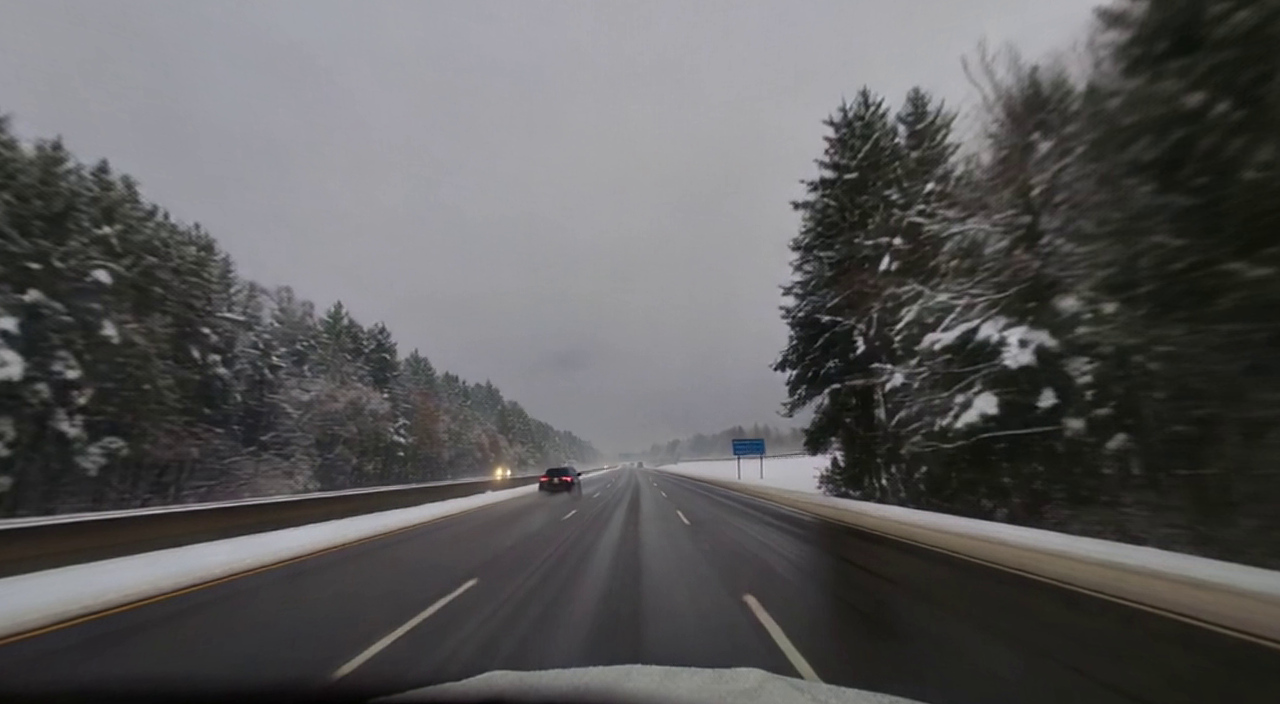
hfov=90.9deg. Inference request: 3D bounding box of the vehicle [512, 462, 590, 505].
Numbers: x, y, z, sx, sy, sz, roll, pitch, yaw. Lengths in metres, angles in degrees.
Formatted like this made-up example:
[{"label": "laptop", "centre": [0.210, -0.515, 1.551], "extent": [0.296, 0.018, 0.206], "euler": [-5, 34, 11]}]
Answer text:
[{"label": "vehicle", "centre": [-3.240, 4.950, 23.948], "extent": [2.183, 1.435, 4.653], "euler": [0, -10, 1]}]
